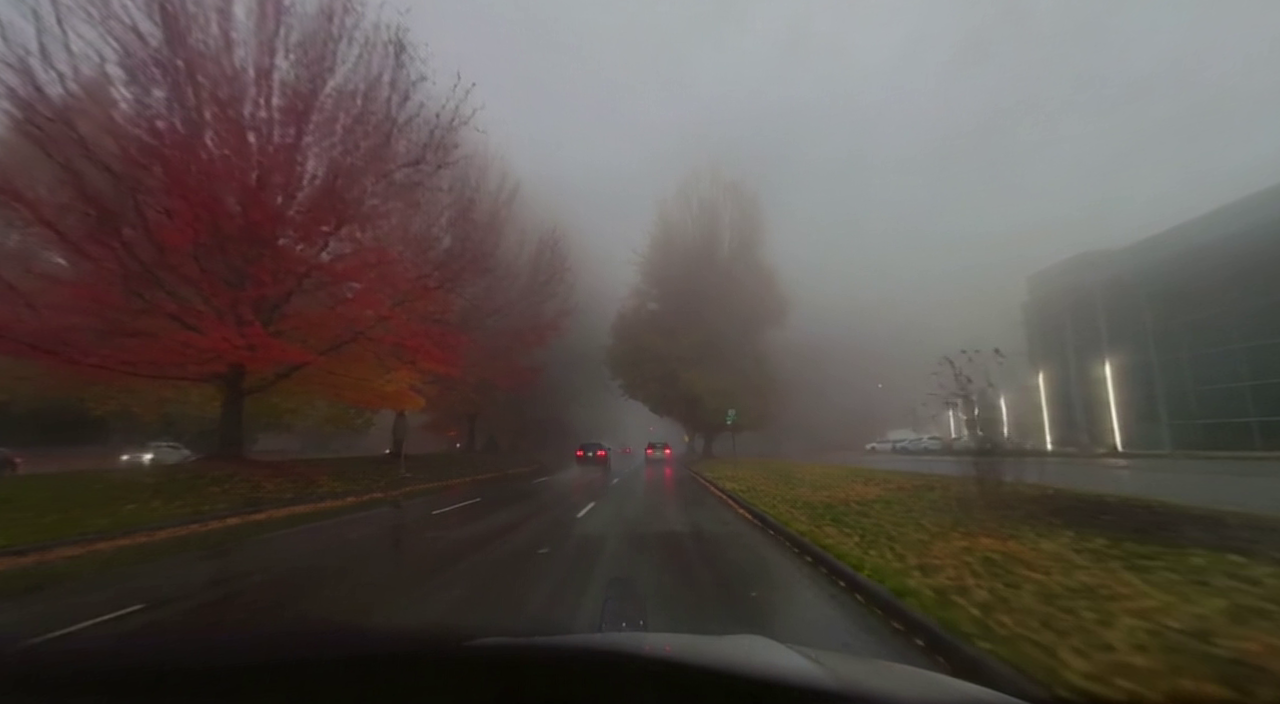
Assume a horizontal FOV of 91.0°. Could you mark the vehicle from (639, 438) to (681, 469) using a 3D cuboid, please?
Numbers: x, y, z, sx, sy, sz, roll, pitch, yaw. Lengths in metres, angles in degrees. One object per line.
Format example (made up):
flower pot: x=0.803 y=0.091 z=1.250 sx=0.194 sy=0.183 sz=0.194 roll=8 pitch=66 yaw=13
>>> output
vehicle: x=1.028 y=5.201 z=32.442 sx=2.040 sy=1.493 sz=3.682 roll=0 pitch=-8 yaw=1

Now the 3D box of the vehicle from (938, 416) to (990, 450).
vehicle: x=24.207 y=6.083 z=47.123 sx=2.673 sy=2.486 sz=2.062 roll=0 pitch=-8 yaw=2

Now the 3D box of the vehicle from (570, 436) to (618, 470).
vehicle: x=-2.375 y=5.326 z=33.423 sx=2.197 sy=1.709 sz=4.069 roll=0 pitch=-8 yaw=1

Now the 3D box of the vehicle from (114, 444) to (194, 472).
vehicle: x=-35.369 y=7.688 z=45.991 sx=1.945 sy=1.946 sz=4.808 roll=0 pitch=-8 yaw=0
